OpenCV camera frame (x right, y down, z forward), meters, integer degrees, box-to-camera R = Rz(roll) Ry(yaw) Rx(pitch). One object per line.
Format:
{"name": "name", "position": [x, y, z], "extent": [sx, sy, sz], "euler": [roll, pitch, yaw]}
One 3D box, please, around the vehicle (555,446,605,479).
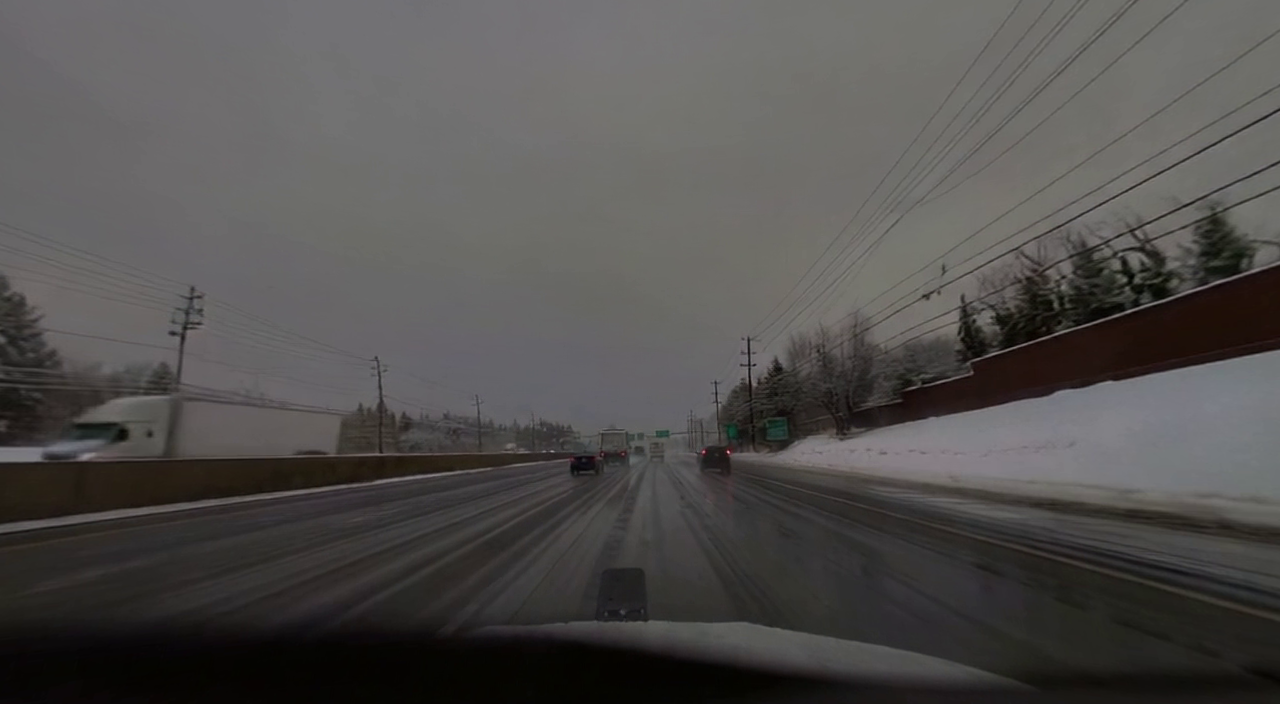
{"name": "vehicle", "position": [-2.935, 5.515, 31.685], "extent": [2.004, 1.498, 4.043], "euler": [0, -9, 1]}

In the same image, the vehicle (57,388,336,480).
{"name": "vehicle", "position": [-23.181, 4.853, 35.634], "extent": [3.266, 3.945, 16.906], "euler": [0, -9, 1]}

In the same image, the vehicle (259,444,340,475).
{"name": "vehicle", "position": [-18.628, 5.890, 34.736], "extent": [1.958, 1.579, 4.347], "euler": [0, -9, 1]}

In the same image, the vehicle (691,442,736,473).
{"name": "vehicle", "position": [4.442, 6.482, 38.884], "extent": [2.214, 1.799, 4.627], "euler": [0, -9, 0]}
